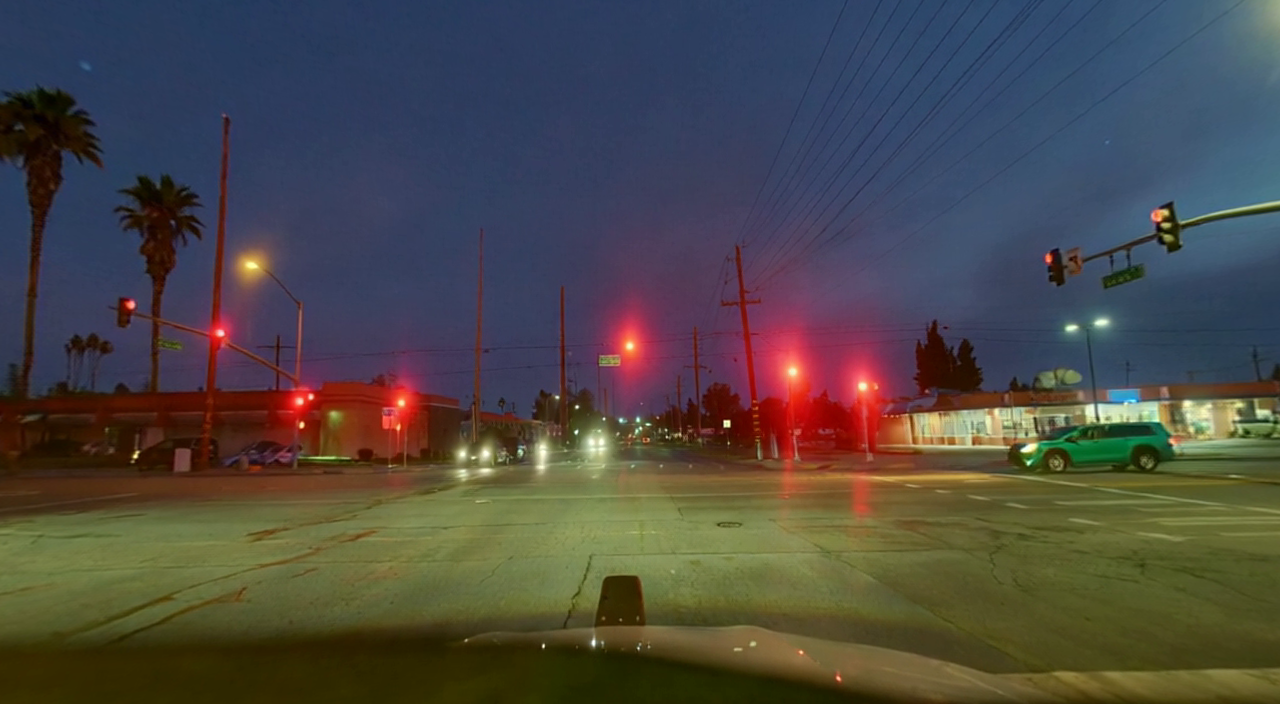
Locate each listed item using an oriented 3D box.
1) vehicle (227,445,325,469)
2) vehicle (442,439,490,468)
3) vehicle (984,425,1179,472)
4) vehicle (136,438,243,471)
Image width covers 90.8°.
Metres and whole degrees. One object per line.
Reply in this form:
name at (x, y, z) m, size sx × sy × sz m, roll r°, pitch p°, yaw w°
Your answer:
vehicle at (-22.325, 6.437, 38.833) m, size 4.849 × 1.444 × 1.881 m, roll 0°, pitch -8°, yaw 1°
vehicle at (-11.988, 6.990, 43.798) m, size 2.016 × 1.717 × 4.287 m, roll 0°, pitch -6°, yaw 1°
vehicle at (14.578, 3.221, 21.157) m, size 4.918 × 1.479 × 1.897 m, roll -1°, pitch -9°, yaw 7°
vehicle at (-25.926, 5.925, 36.458) m, size 4.613 × 1.820 × 2.021 m, roll -1°, pitch -9°, yaw 3°
